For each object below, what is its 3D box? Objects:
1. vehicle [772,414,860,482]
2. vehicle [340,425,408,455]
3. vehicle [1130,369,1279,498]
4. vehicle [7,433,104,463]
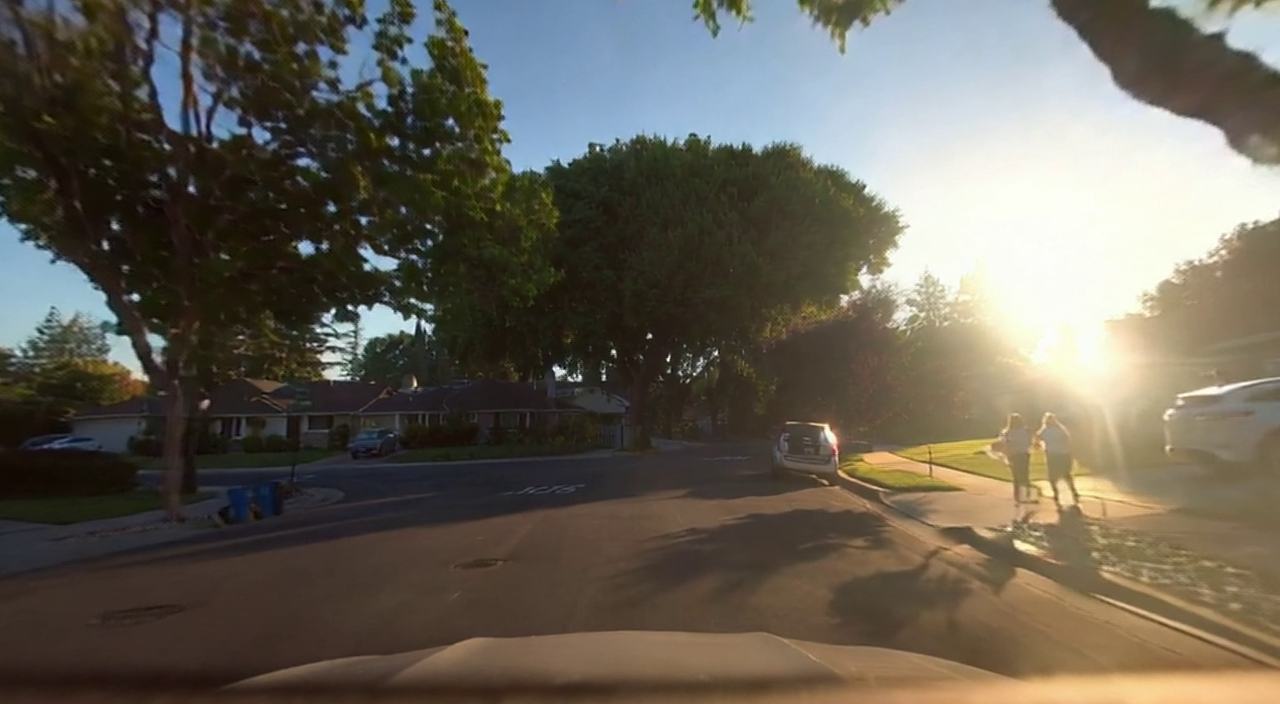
[{"bbox_3d":[5.009,2.796,18.592,2.053,1.737,4.375,-2,-8,10],"label":"vehicle"},{"bbox_3d":[-17.076,5.680,40.769,2.021,1.798,4.491,-1,-8,6],"label":"vehicle"},{"bbox_3d":[11.146,1.083,10.007,4.780,1.765,2.103,-6,-9,2],"label":"vehicle"},{"bbox_3d":[-39.025,6.410,42.378,2.206,1.858,4.918,1,-7,-8],"label":"vehicle"}]
